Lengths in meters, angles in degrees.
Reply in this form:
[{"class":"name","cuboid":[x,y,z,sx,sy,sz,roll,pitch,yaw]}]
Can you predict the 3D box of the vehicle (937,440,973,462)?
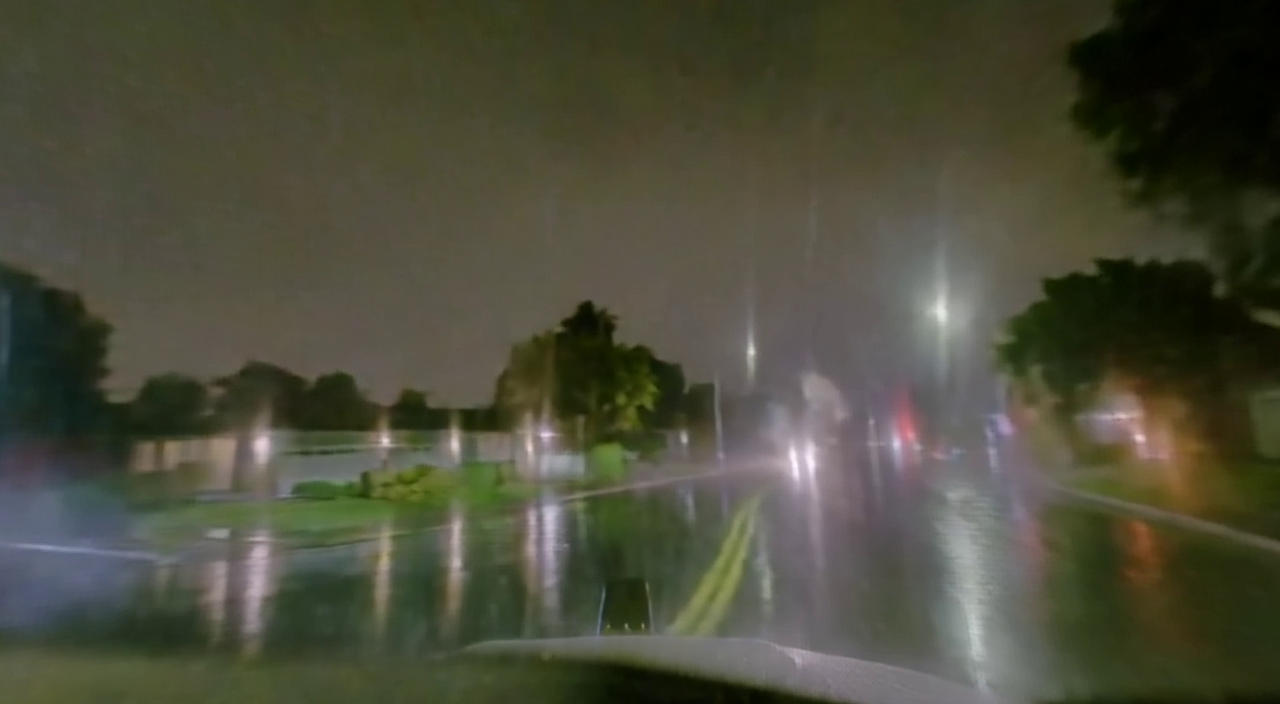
[{"class":"vehicle","cuboid":[23.580,7.397,47.234,1.970,1.530,3.685,-3,-9,21]}]
